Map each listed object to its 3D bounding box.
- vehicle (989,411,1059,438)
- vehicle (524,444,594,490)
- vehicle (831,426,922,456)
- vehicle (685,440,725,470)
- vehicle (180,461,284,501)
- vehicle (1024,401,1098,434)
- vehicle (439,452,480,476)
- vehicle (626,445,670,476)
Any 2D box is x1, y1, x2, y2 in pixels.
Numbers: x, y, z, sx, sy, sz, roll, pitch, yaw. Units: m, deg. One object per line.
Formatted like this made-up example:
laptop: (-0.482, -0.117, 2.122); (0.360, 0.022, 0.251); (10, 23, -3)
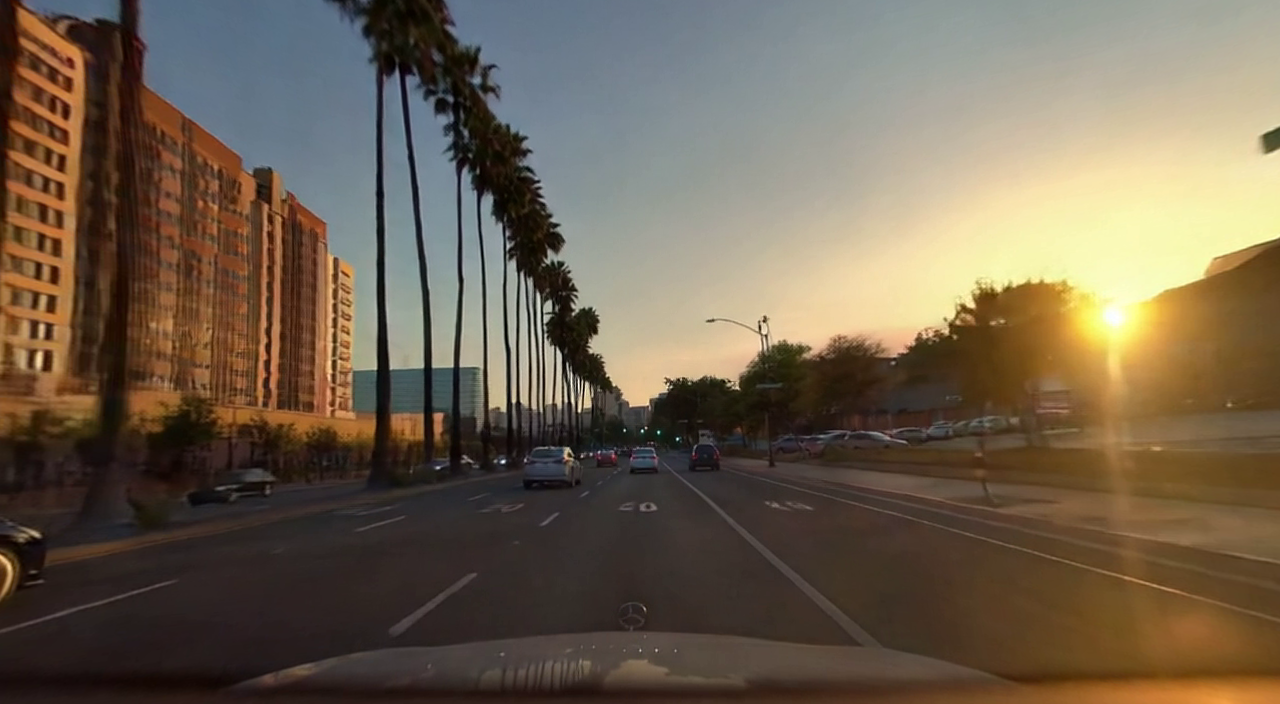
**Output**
vehicle: (23.546, 4.468, 38.580); (4.576, 1.511, 1.801); (5, -10, -34)
vehicle: (-2.862, 4.186, 23.244); (1.908, 1.505, 4.369); (-1, -9, 2)
vehicle: (12.943, 4.849, 34.432); (4.749, 1.457, 1.806); (3, -11, -28)
vehicle: (4.201, 6.744, 41.397); (2.108, 1.785, 4.334); (0, -9, 0)
vehicle: (-20.692, 6.525, 32.243); (2.016, 1.754, 4.826); (-1, -9, 1)
vehicle: (23.728, 3.748, 35.485); (4.448, 1.701, 1.954); (6, -11, -36)
vehicle: (-13.869, 8.609, 48.632); (1.841, 1.697, 4.289); (-1, -9, 1)
vehicle: (0.390, 5.616, 32.830); (2.147, 1.507, 3.953); (-1, -9, 0)
